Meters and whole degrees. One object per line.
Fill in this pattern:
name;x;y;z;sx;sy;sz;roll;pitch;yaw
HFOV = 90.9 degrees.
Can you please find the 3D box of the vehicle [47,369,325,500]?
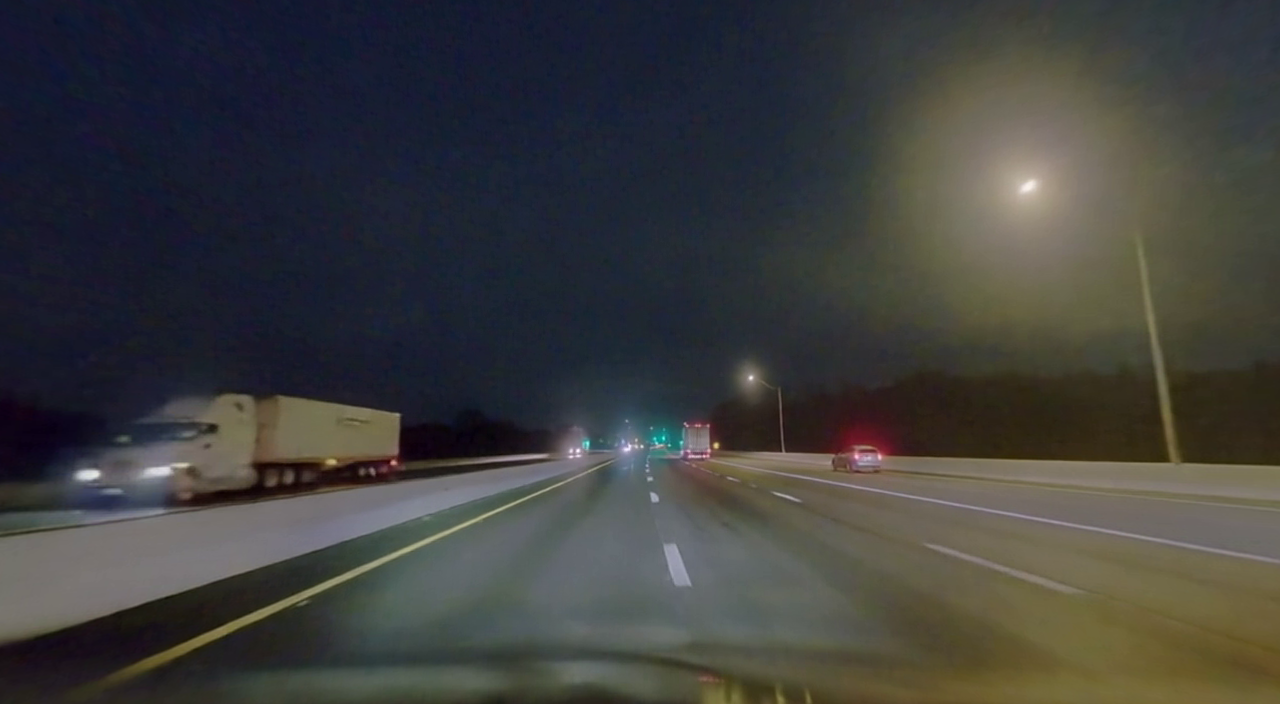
vehicle;-16.777;3.361;24.947;2.967;4.045;10.581;0;-9;0
